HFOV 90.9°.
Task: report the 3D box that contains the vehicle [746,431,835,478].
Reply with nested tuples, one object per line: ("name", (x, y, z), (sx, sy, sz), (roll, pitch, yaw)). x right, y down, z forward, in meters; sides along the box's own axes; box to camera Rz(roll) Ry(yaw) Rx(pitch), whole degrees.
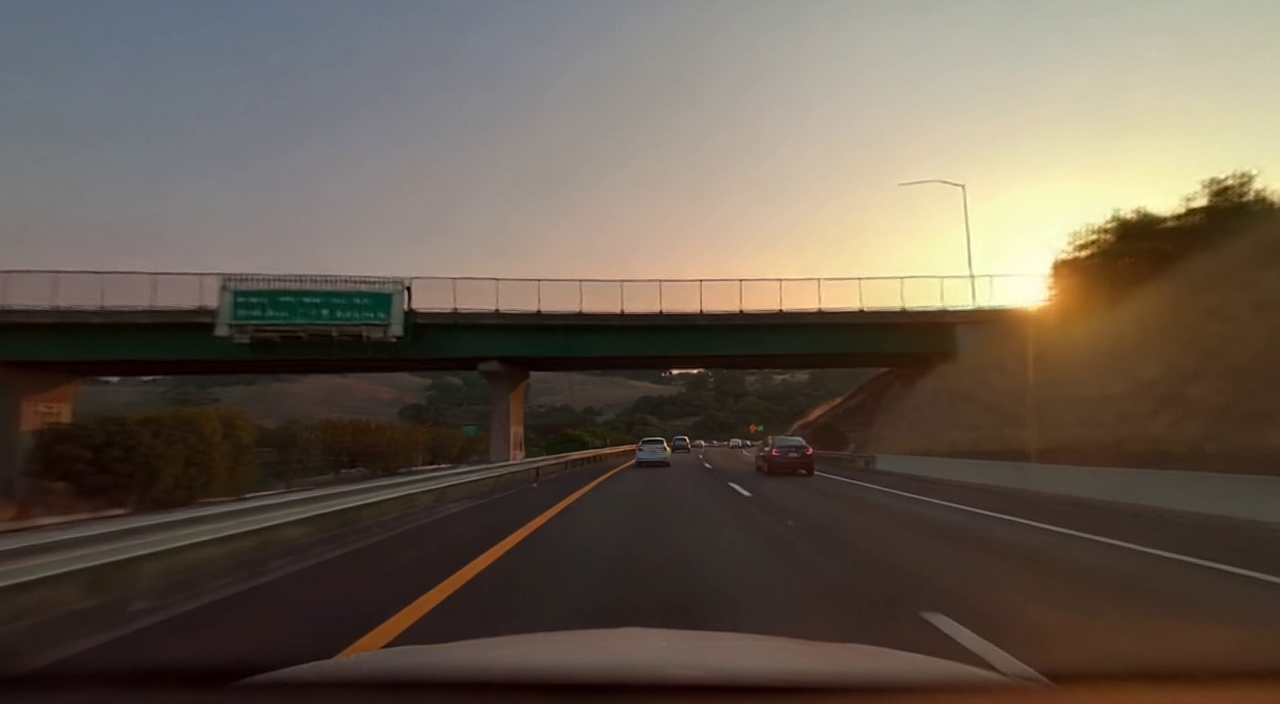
("vehicle", (5.197, 3.603, 22.459), (2.163, 1.489, 4.470), (0, -8, 2))

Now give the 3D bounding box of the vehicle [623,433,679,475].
("vehicle", (0.491, 3.916, 24.375), (1.993, 1.461, 3.812), (-1, -8, 3))
